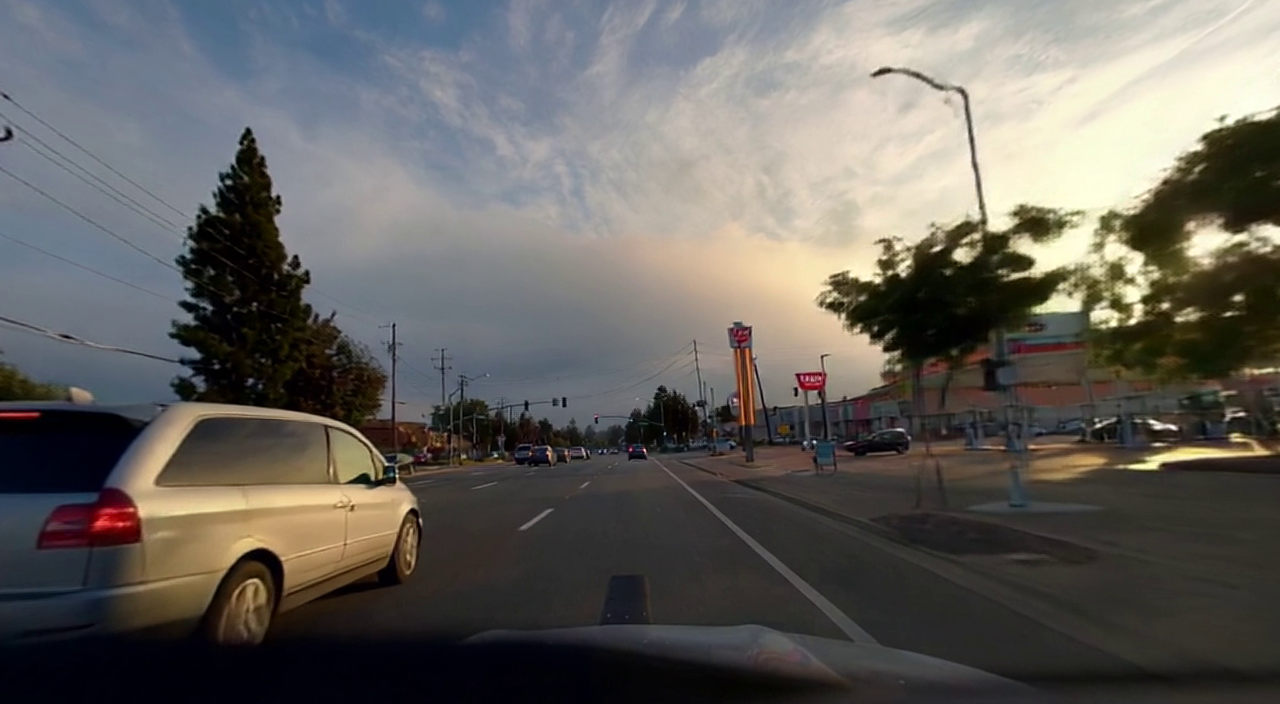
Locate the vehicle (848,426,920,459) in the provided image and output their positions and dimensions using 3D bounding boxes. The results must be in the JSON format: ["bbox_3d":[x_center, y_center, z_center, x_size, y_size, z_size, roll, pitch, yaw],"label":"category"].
[{"bbox_3d":[15.936,5.986,41.632,2.178,1.911,5.852,-1,-8,-2],"label":"vehicle"}]

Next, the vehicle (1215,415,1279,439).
[{"bbox_3d":[41.634,5.018,42.056,4.630,1.529,1.759,-8,-10,42],"label":"vehicle"}]

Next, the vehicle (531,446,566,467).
[{"bbox_3d":[-6.735,7.701,46.719,1.960,1.468,4.345,0,-8,0],"label":"vehicle"}]

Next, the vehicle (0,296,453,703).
[{"bbox_3d":[-3.150,1.060,4.441,2.190,1.844,4.751,0,-8,0],"label":"vehicle"}]

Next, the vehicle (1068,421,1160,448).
[{"bbox_3d":[30.922,5.425,41.171,4.459,1.605,1.883,-10,-12,44],"label":"vehicle"}]
